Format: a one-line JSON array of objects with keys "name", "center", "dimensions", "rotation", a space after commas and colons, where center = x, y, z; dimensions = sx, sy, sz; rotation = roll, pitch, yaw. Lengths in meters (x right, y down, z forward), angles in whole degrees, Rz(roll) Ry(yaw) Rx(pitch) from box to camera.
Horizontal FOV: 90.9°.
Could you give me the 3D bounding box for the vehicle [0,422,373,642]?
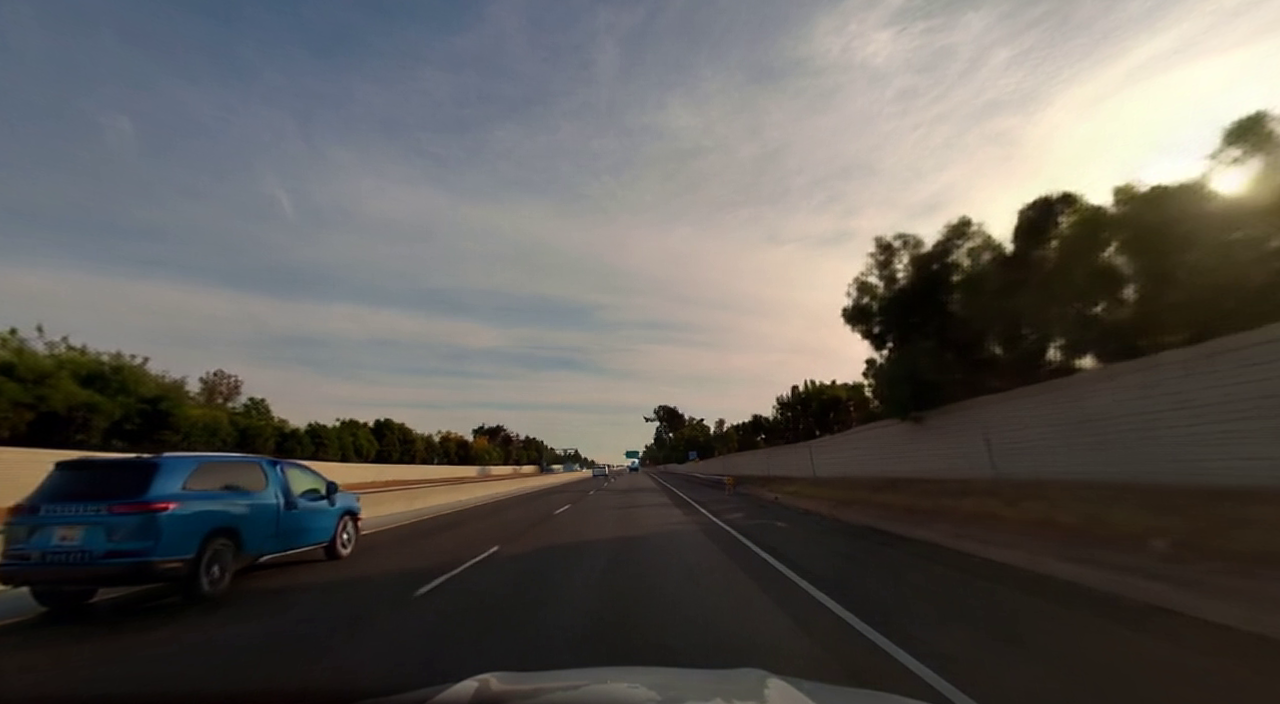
[{"name": "vehicle", "center": [-4.635, 1.640, 6.550], "dimensions": [1.914, 1.534, 4.015], "rotation": [1, -10, 0]}]
